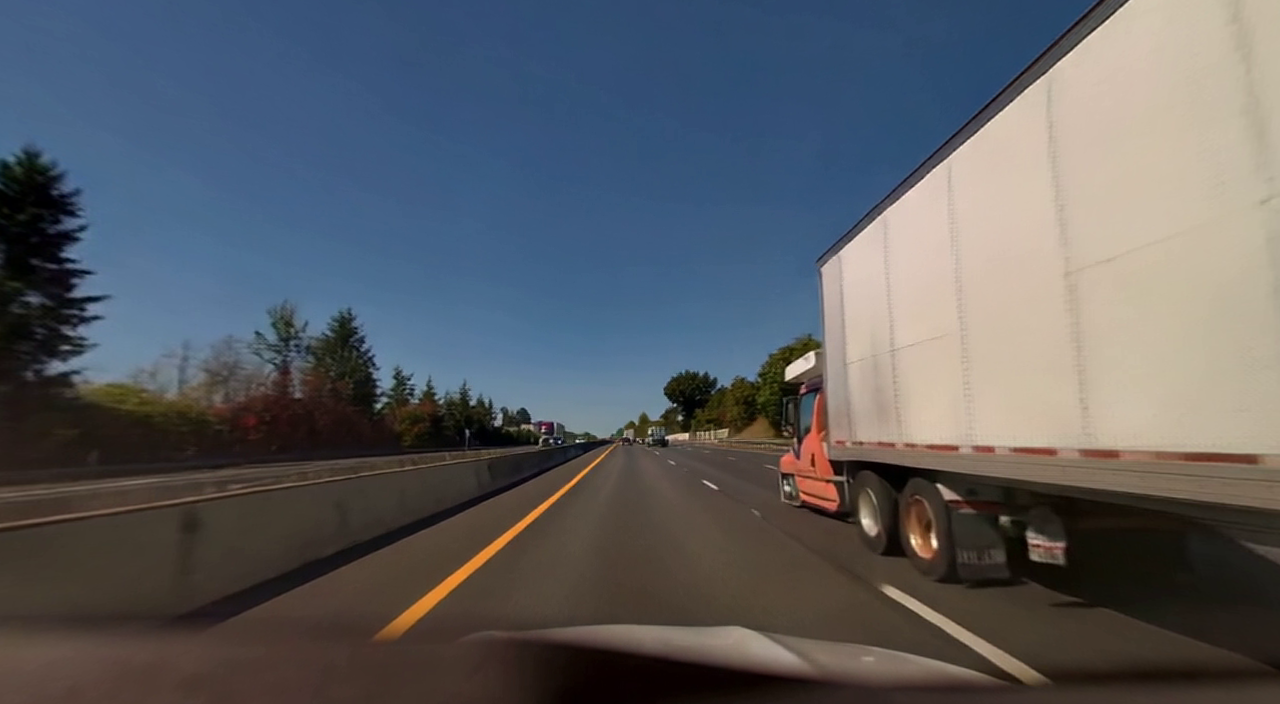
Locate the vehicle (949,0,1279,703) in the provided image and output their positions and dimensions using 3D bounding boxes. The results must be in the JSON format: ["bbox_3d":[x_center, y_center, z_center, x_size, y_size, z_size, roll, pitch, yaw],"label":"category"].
[{"bbox_3d":[3.583,-0.395,1.011,3.004,3.894,5.738,0,-8,-1],"label":"vehicle"}]
